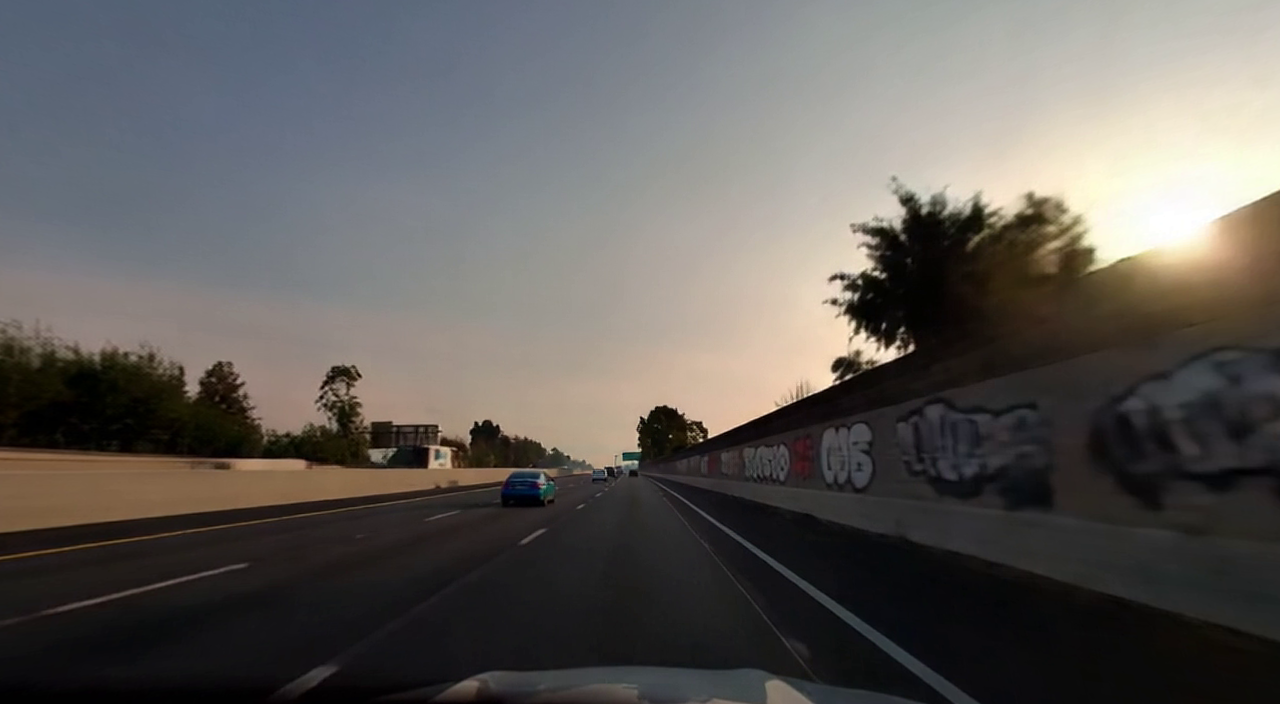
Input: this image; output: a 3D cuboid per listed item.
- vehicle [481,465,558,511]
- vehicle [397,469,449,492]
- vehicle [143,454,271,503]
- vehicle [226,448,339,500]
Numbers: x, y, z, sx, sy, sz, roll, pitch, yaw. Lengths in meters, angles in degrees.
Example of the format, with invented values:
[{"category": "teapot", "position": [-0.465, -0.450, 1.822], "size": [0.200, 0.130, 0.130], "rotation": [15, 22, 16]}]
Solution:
[{"category": "vehicle", "position": [-4.145, 4.738, 22.277], "size": [1.941, 1.437, 3.829], "rotation": [1, -10, 0]}, {"category": "vehicle", "position": [-15.231, 9.015, 44.494], "size": [1.963, 1.476, 4.580], "rotation": [1, -10, 0]}, {"category": "vehicle", "position": [-21.011, 6.183, 30.987], "size": [2.234, 2.115, 5.503], "rotation": [0, -10, 1]}, {"category": "vehicle", "position": [-20.941, 7.226, 37.405], "size": [2.639, 2.739, 6.491], "rotation": [0, -10, 2]}]
